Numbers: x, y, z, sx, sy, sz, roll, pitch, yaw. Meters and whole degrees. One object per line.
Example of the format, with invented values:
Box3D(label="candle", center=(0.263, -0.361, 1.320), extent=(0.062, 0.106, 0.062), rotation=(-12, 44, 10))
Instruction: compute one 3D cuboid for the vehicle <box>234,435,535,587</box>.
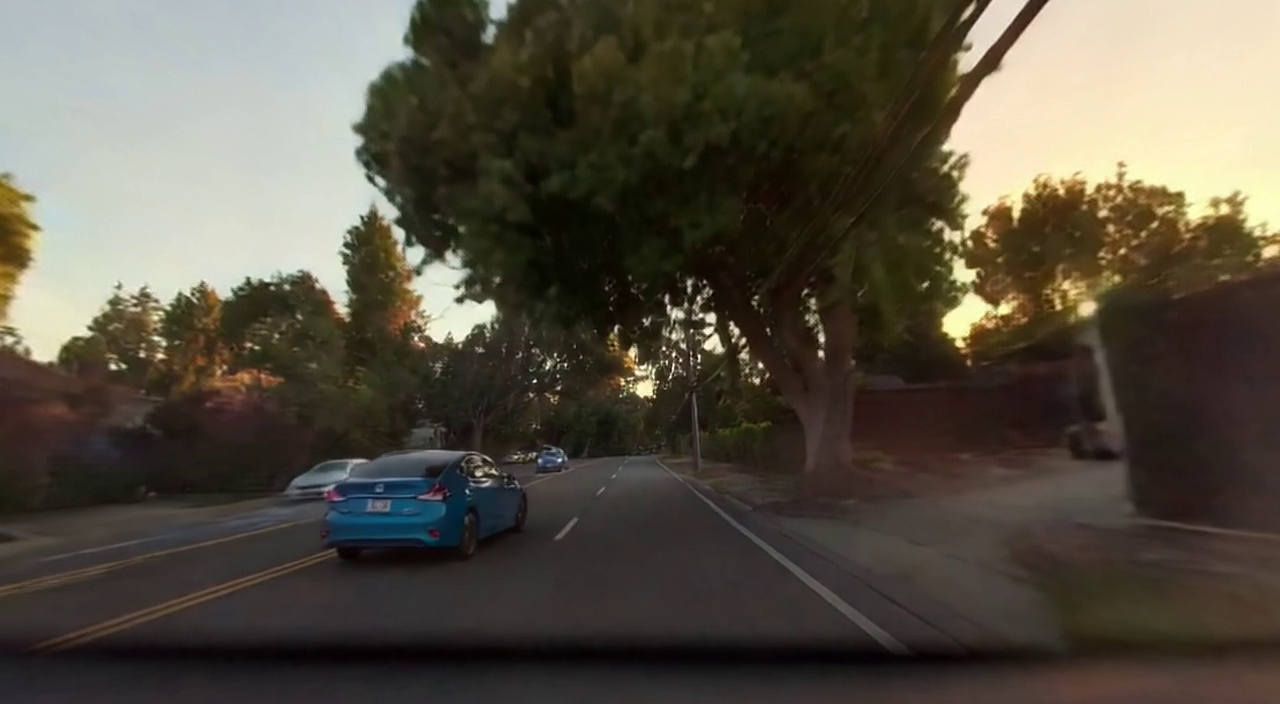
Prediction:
Box3D(label="vehicle", center=(-3.028, 1.995, 8.967), extent=(2.085, 1.512, 5.023), rotation=(-1, -8, 1))
